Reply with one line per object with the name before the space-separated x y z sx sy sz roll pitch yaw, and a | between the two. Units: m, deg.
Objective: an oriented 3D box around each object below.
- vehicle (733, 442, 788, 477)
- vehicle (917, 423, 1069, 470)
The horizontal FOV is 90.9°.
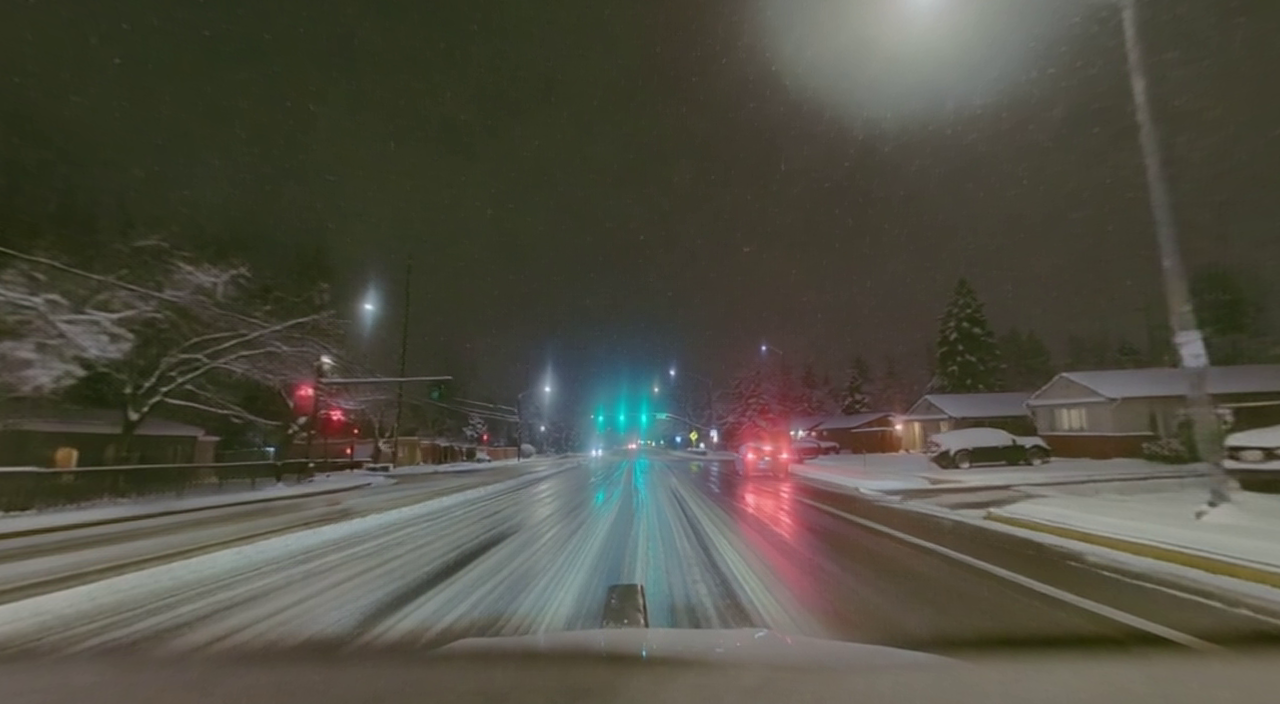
vehicle | 5.767 5.212 30.725 1.950 1.567 4.083 0 -9 1
vehicle | 13.412 3.631 24.184 4.474 1.710 2.148 0 -9 1
